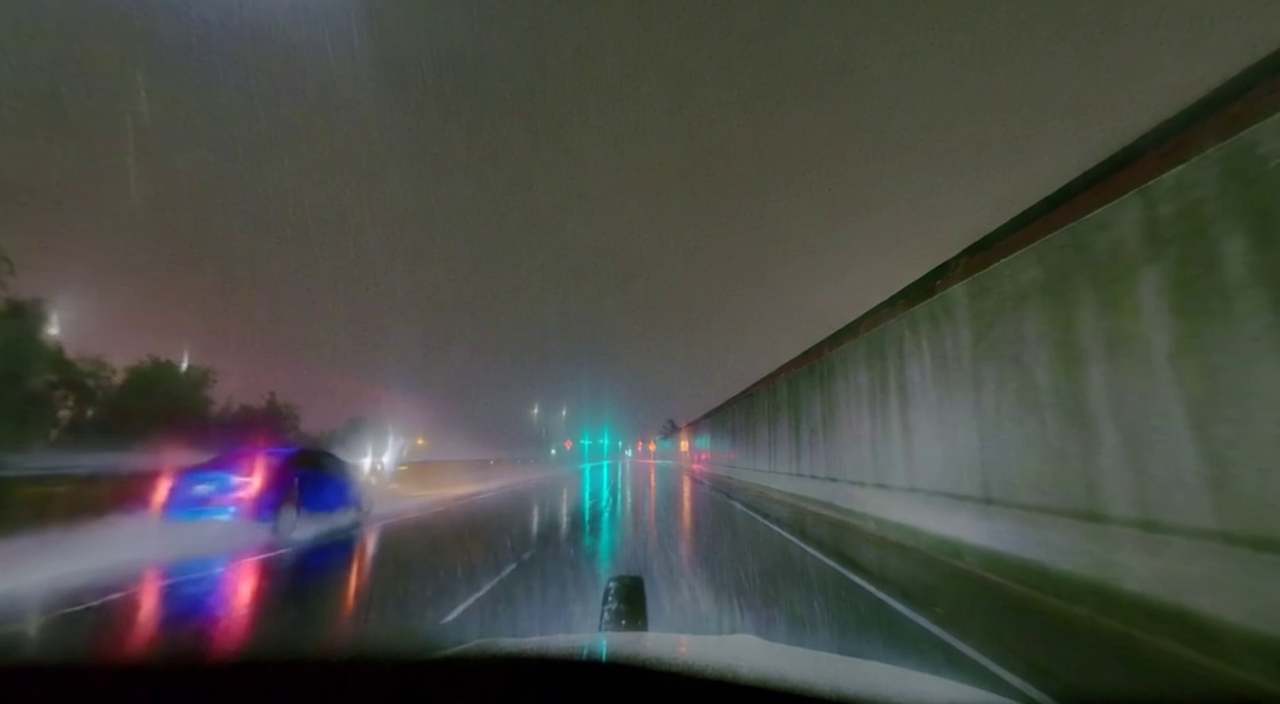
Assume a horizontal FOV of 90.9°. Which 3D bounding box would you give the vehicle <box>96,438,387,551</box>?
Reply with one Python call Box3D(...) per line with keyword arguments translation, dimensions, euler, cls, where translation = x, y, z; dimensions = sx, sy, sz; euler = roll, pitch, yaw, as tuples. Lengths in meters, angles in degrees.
Box3D(translation=(-6.625, 2.393, 11.318), dimensions=(2.172, 1.587, 4.518), euler=(-1, -9, 2), cls="vehicle")
